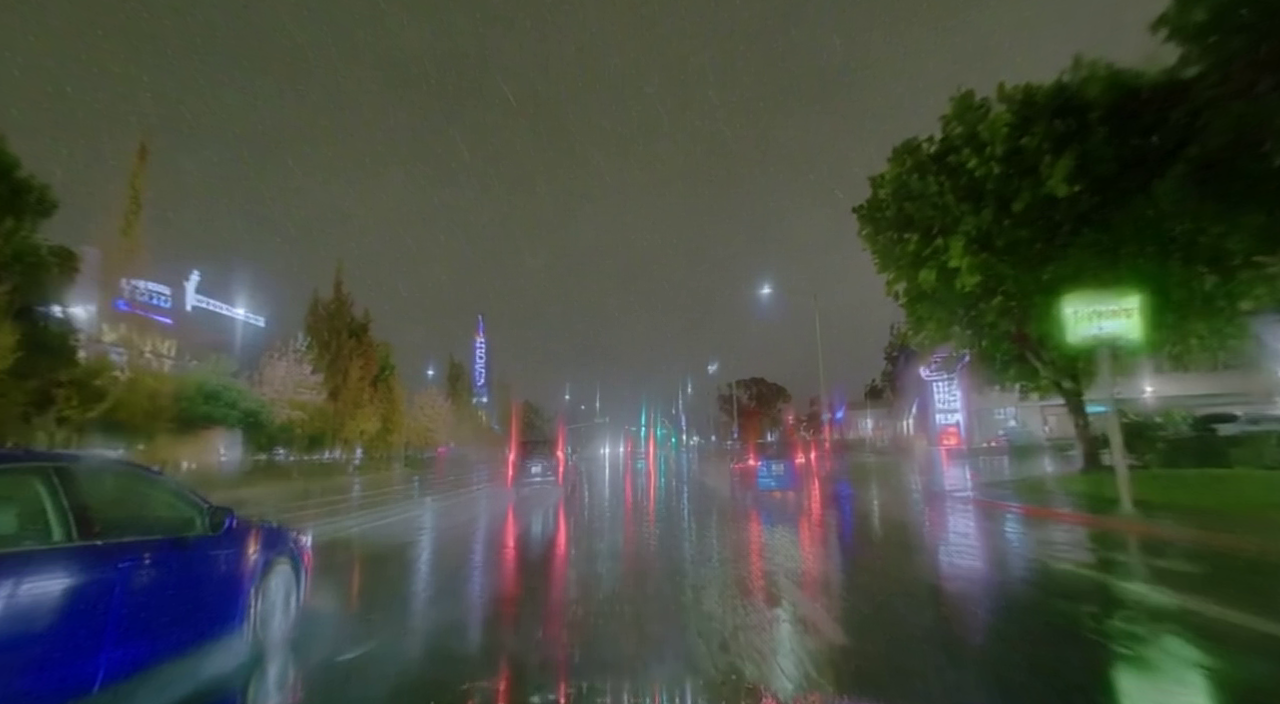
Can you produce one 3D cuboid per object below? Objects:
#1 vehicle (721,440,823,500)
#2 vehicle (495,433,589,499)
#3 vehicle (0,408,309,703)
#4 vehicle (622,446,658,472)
[{"bbox_3d":[3.606,3.297,18.039,1.904,1.490,4.299,0,-8,-1],"label":"vehicle"},{"bbox_3d":[-2.917,3.513,19.892,2.193,1.788,4.603,-1,-8,0],"label":"vehicle"},{"bbox_3d":[-3.007,0.834,1.403,1.956,1.460,4.802,0,-8,0],"label":"vehicle"},{"bbox_3d":[-0.024,6.463,38.345,2.069,1.445,3.965,0,-8,0],"label":"vehicle"}]
